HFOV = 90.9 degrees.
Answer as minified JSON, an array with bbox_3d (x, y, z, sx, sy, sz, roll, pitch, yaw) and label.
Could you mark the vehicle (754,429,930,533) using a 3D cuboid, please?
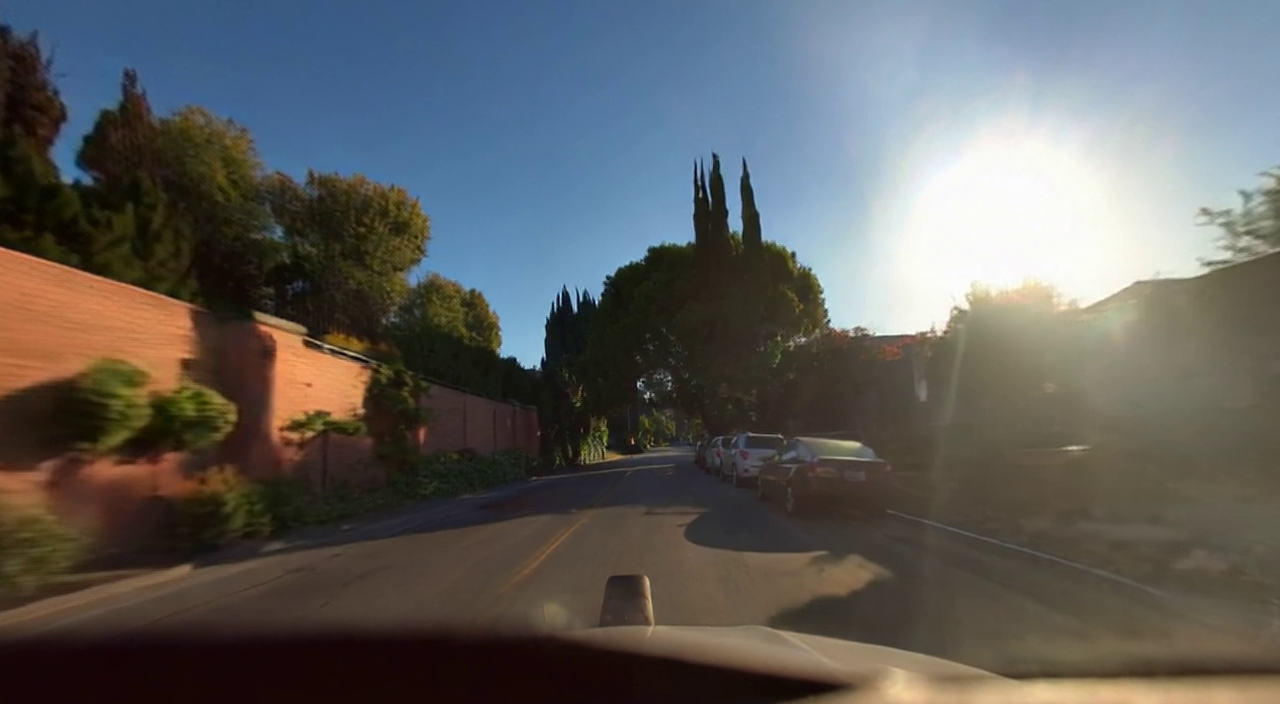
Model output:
[{"bbox_3d":[3.838,2.490,13.172,2.048,1.596,5.543,2,-8,2],"label":"vehicle"}]
